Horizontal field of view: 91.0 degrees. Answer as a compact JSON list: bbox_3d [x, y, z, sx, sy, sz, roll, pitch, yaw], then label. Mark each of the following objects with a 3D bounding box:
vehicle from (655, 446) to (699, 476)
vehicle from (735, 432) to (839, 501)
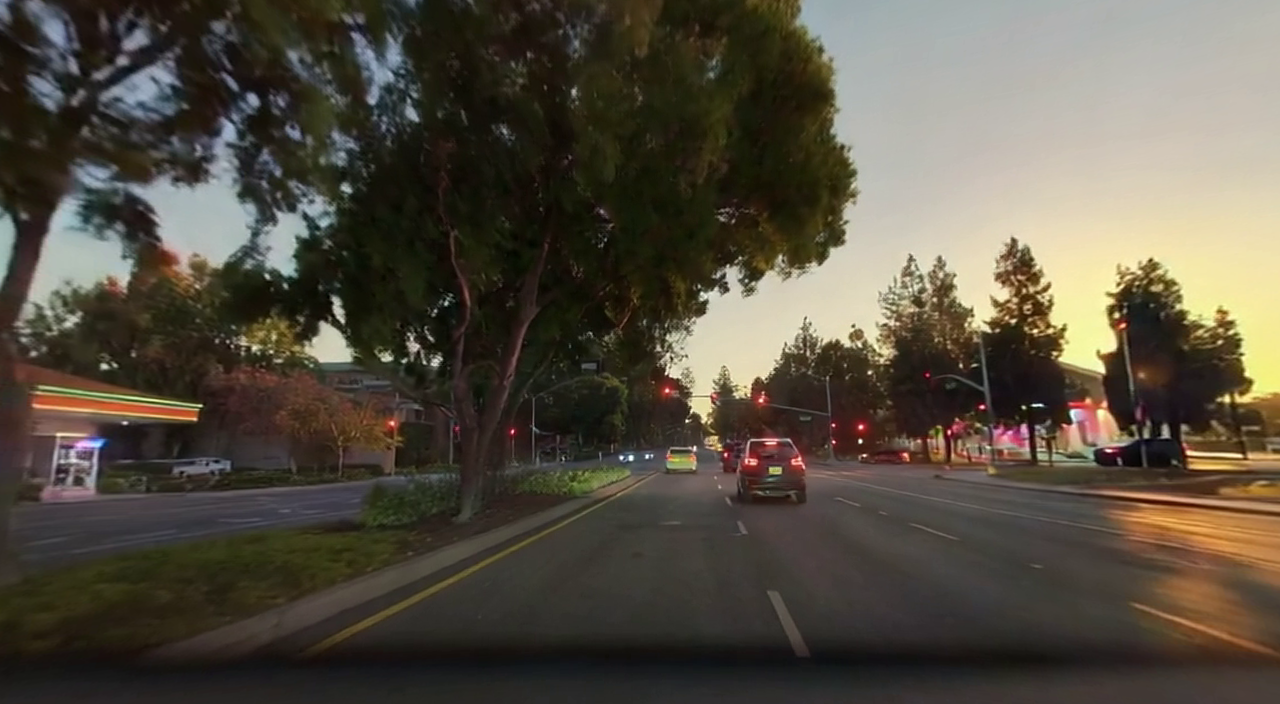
[{"bbox_3d":[2.005,5.687,33.213,2.100,1.469,3.872,-1,-9,6],"label":"vehicle"},{"bbox_3d":[4.061,3.227,18.139,2.213,1.715,4.242,-1,-9,4],"label":"vehicle"}]
